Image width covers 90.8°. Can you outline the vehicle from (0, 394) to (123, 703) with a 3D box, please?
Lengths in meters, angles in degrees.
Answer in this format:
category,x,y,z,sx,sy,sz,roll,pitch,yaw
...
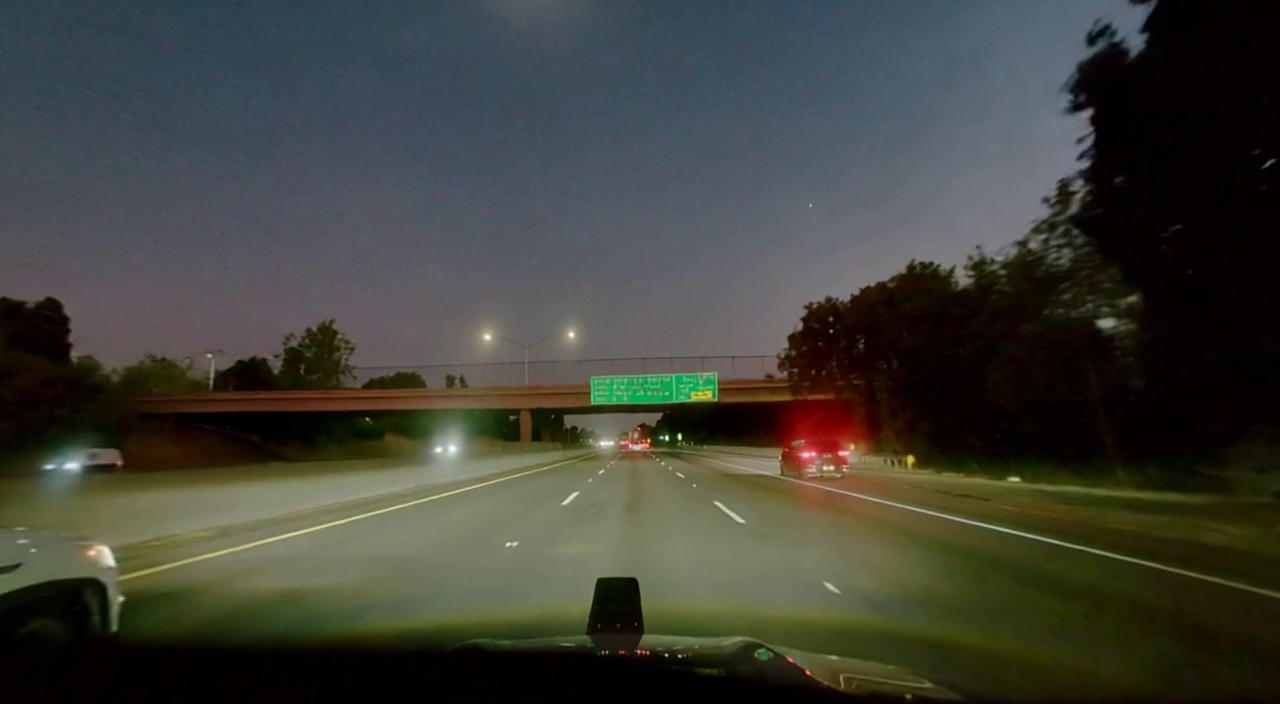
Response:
category,x,y,z,sx,sy,sz,roll,pitch,yaw
vehicle,-3.653,0.719,1.003,2.050,1.547,4.266,0,-9,0
